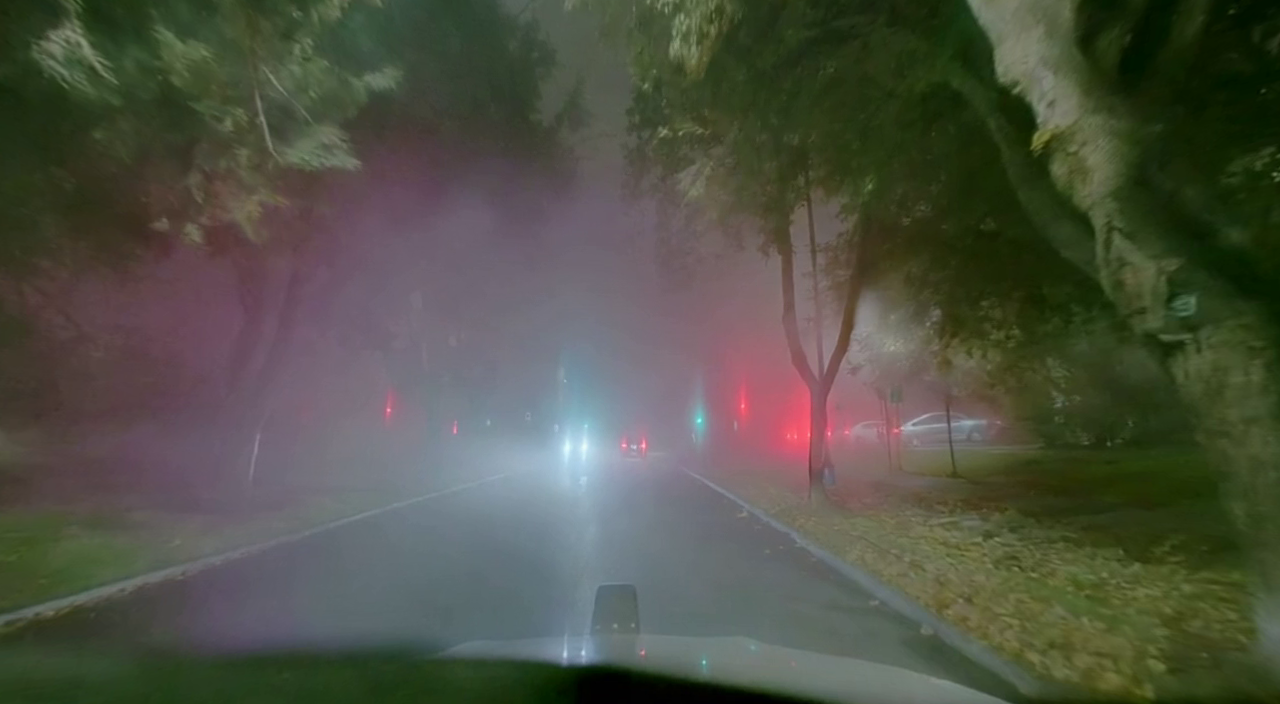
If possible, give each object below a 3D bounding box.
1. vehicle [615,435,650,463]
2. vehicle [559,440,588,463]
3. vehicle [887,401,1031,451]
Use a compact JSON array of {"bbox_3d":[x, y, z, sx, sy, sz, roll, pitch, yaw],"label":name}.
[{"bbox_3d":[-0.423,6.223,40.502,2.142,1.686,3.816,-1,-8,1],"label":"vehicle"},{"bbox_3d":[-4.657,7.001,44.402,1.973,1.512,3.524,0,-8,-5],"label":"vehicle"},{"bbox_3d":[12.012,2.832,24.006,4.349,1.462,1.982,-5,-7,6],"label":"vehicle"}]
